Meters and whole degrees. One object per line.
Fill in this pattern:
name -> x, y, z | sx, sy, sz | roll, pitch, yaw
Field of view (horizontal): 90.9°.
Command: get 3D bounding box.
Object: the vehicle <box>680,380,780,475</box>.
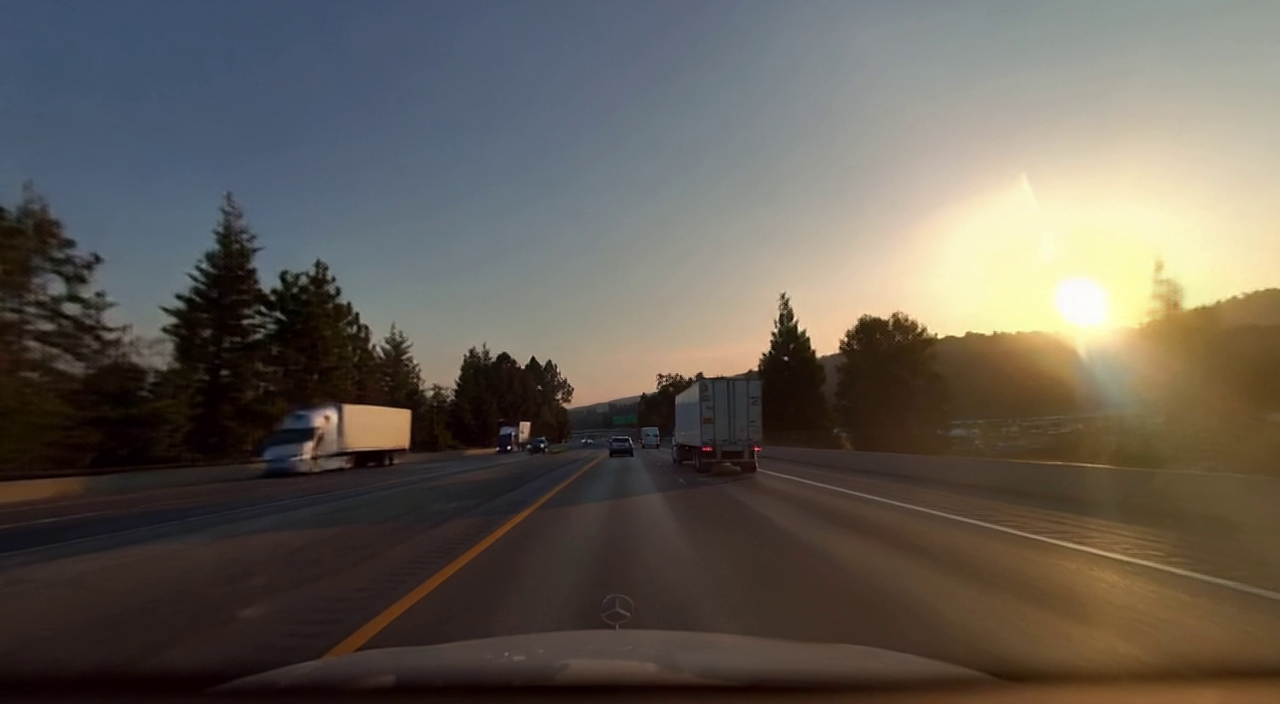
vehicle -> 3.577, 3.328, 27.505 | 2.921, 3.526, 8.207 | 0, -8, -2

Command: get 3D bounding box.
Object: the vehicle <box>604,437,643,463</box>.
vehicle -> -0.962, 5.883, 38.234 | 2.259, 1.466, 3.693 | 0, -8, -1

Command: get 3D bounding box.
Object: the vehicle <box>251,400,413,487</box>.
vehicle -> -14.105, 4.294, 30.148 | 2.961, 3.458, 9.579 | 0, -8, -1
